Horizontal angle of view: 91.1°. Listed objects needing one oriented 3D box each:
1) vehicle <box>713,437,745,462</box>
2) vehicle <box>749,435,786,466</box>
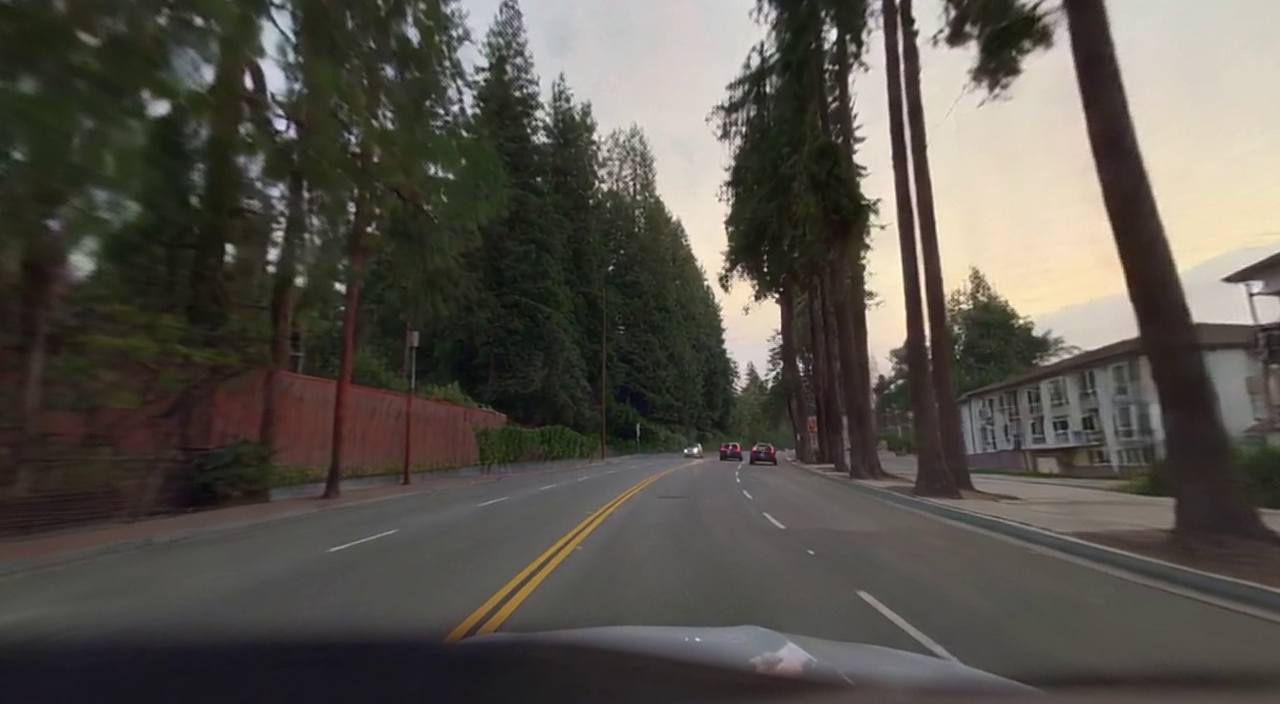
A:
[{"bbox_3d":[6.980,7.557,48.906,2.158,1.852,4.485,-2,-8,12],"label":"vehicle"},{"bbox_3d":[7.905,6.126,39.175,2.069,1.791,4.422,-1,-8,10],"label":"vehicle"}]
